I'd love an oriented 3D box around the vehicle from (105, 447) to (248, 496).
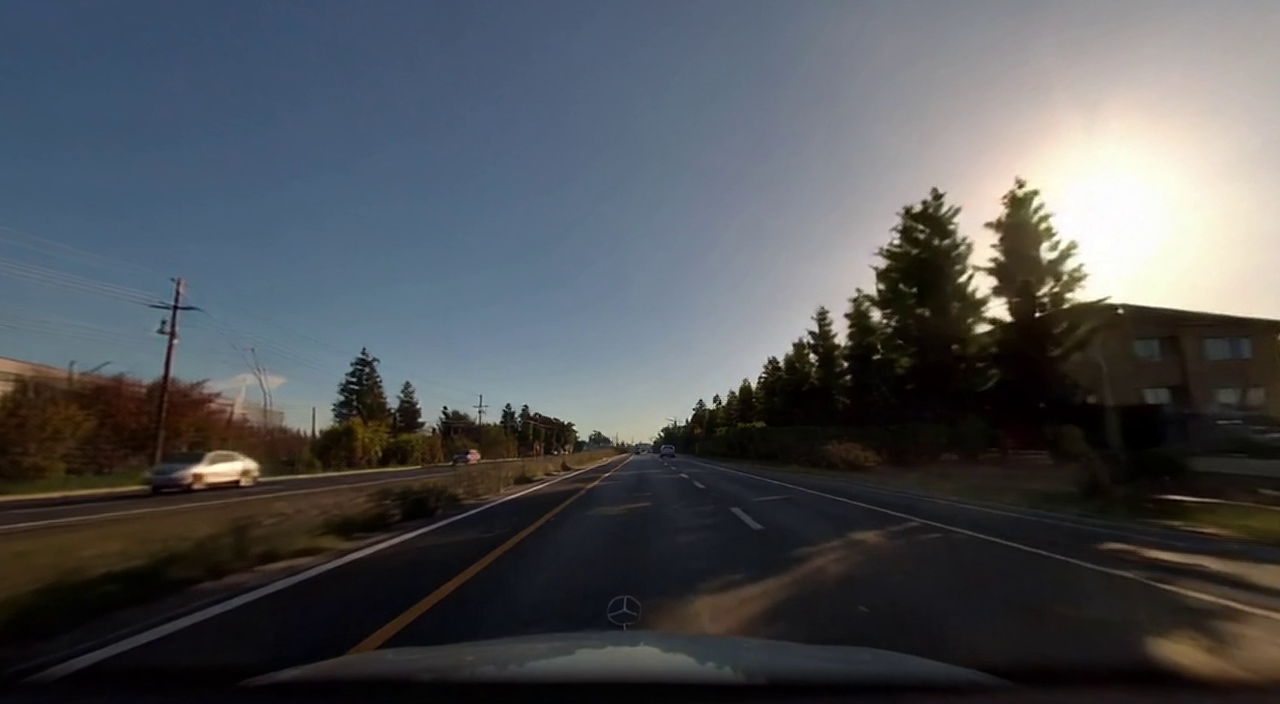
[{"bbox_3d":[-18.293,4.679,25.246,2.029,1.737,4.748,-1,-8,1],"label":"vehicle"}]
